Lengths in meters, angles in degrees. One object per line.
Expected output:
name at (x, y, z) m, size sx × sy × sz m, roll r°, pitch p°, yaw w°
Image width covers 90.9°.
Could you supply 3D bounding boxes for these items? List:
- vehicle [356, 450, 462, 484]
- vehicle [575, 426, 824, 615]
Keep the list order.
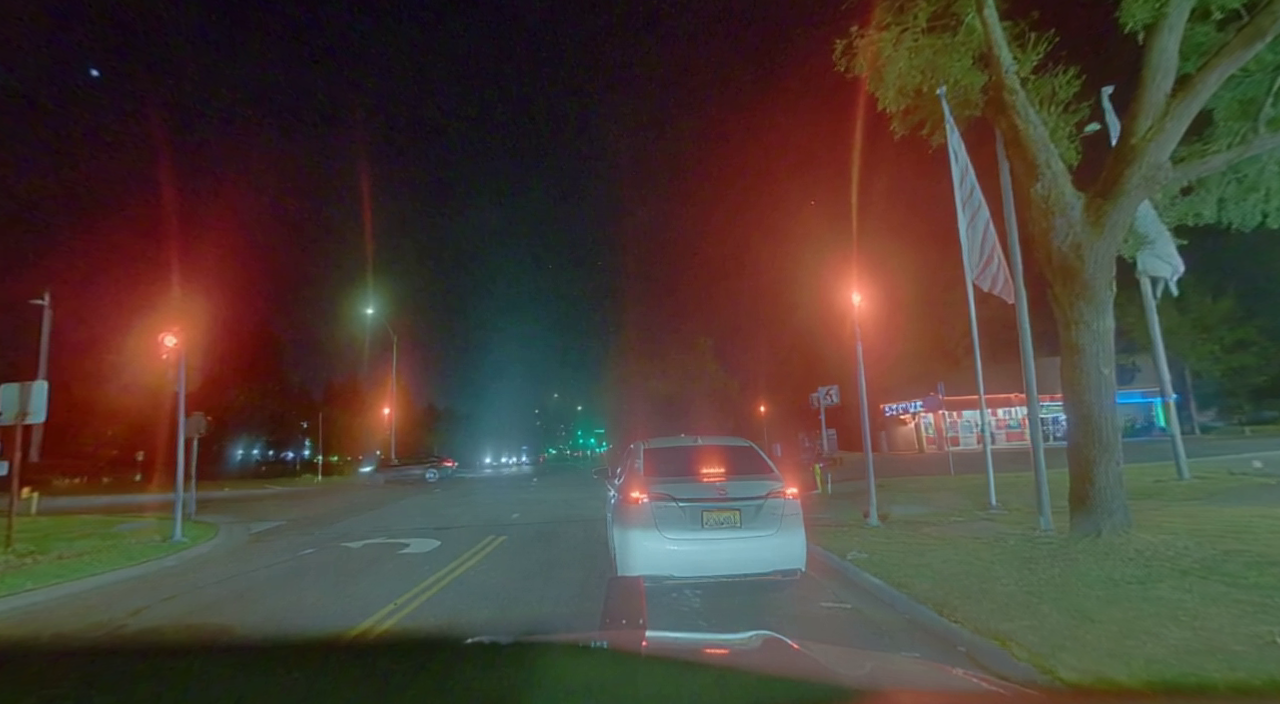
vehicle at (-10.777, 5.417, 29.671) m, size 4.278 × 1.475 × 1.804 m, roll 0°, pitch -11°, yaw -5°
vehicle at (0.382, 1.622, 6.904) m, size 1.985 × 1.463 × 3.647 m, roll 0°, pitch -9°, yaw -3°
